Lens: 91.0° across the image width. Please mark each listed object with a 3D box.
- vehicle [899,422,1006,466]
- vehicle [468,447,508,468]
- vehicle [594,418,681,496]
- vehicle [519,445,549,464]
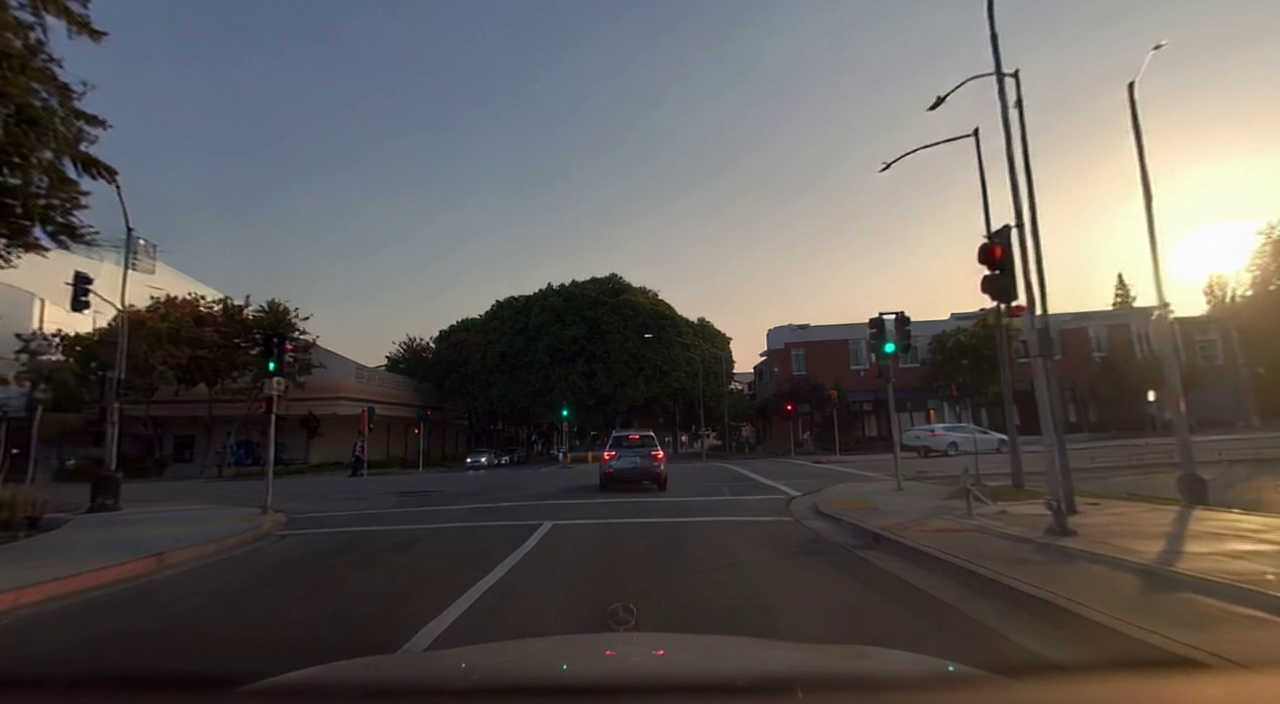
[{"bbox_3d":[12.097,3.545,24.388,3.403,1.602,1.716,2,-9,-19],"label":"vehicle"},{"bbox_3d":[-11.011,7.624,45.819,1.989,1.403,4.331,0,-8,-3],"label":"vehicle"},{"bbox_3d":[-0.157,2.898,17.608,2.142,1.904,3.816,0,-8,-3],"label":"vehicle"},{"bbox_3d":[-8.189,7.948,48.923,1.886,1.377,3.932,0,-8,-3],"label":"vehicle"}]
